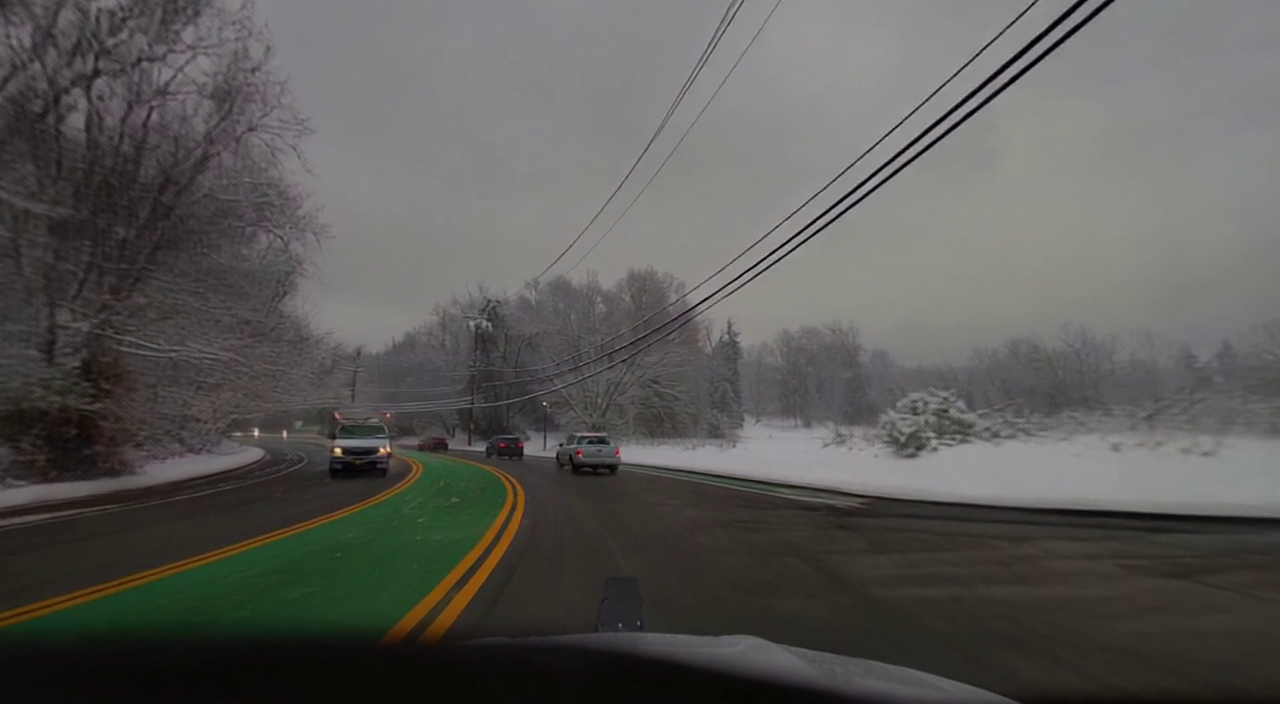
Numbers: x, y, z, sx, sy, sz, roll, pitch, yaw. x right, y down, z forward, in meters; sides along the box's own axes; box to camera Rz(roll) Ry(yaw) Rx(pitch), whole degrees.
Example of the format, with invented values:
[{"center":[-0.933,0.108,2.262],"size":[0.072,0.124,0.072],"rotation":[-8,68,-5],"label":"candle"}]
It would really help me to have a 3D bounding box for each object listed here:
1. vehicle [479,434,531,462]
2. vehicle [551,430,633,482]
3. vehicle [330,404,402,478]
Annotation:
[{"center":[-8.856,6.278,41.161],"size":[2.075,1.699,4.520],"rotation":[4,-10,-28],"label":"vehicle"},{"center":[-1.958,3.980,24.326],"size":[2.140,1.767,4.720],"rotation":[2,-9,-17],"label":"vehicle"},{"center":[-12.052,4.002,28.268],"size":[2.413,2.872,6.823],"rotation":[3,-9,-20],"label":"vehicle"}]
